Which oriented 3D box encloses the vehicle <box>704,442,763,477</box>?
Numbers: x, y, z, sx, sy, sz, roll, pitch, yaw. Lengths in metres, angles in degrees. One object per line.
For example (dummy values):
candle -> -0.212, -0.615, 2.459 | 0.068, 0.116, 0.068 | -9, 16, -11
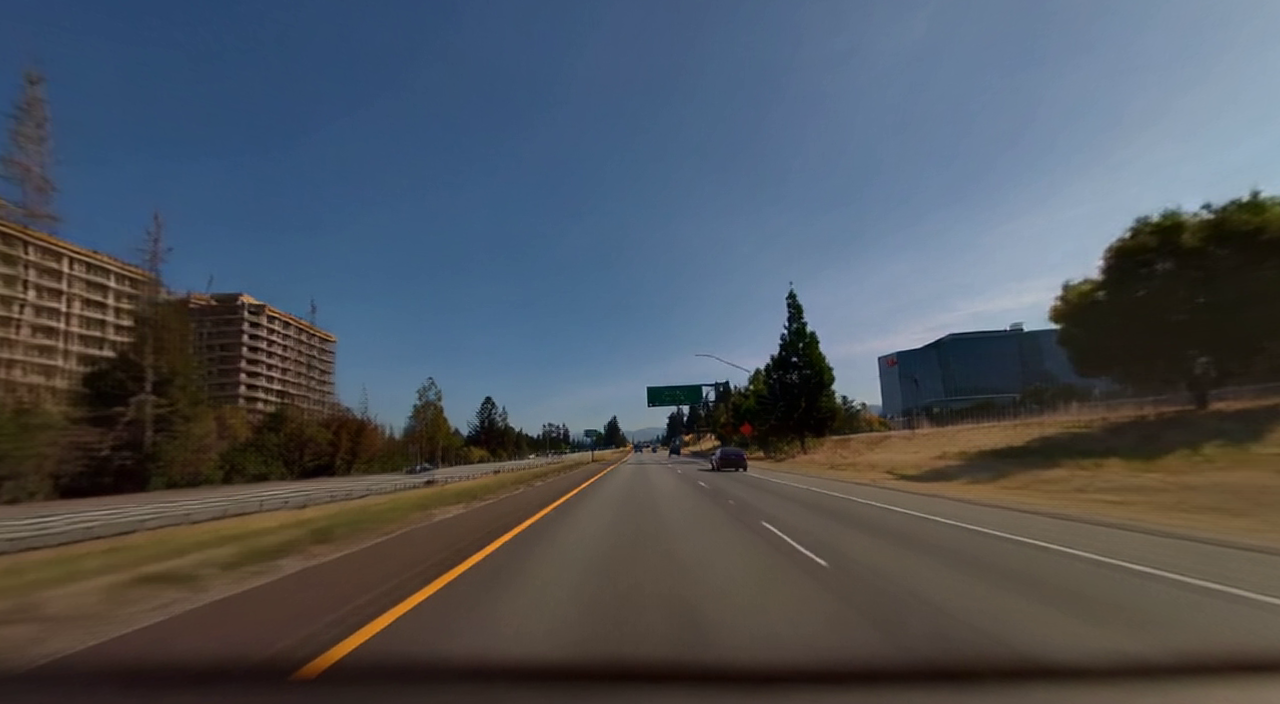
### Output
vehicle -> 4.296, 5.013, 29.718 | 2.042, 1.518, 4.477 | 0, -9, -1
